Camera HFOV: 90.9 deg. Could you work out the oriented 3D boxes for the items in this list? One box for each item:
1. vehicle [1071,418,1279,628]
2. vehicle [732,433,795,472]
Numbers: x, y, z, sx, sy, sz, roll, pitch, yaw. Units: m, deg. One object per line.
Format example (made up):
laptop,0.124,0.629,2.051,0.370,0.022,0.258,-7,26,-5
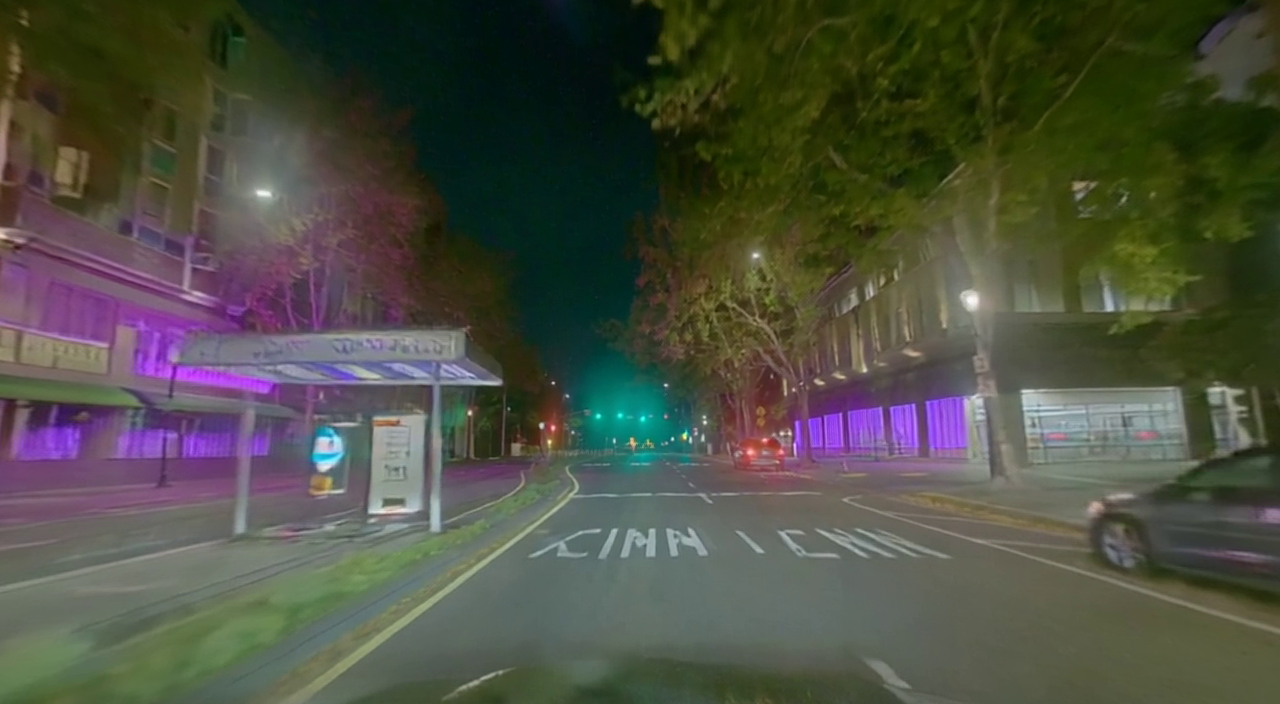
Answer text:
vehicle,5.787,1.229,4.385,2.088,1.543,4.964,0,-8,1
vehicle,6.412,5.279,33.324,2.112,1.894,4.910,0,-8,-3
